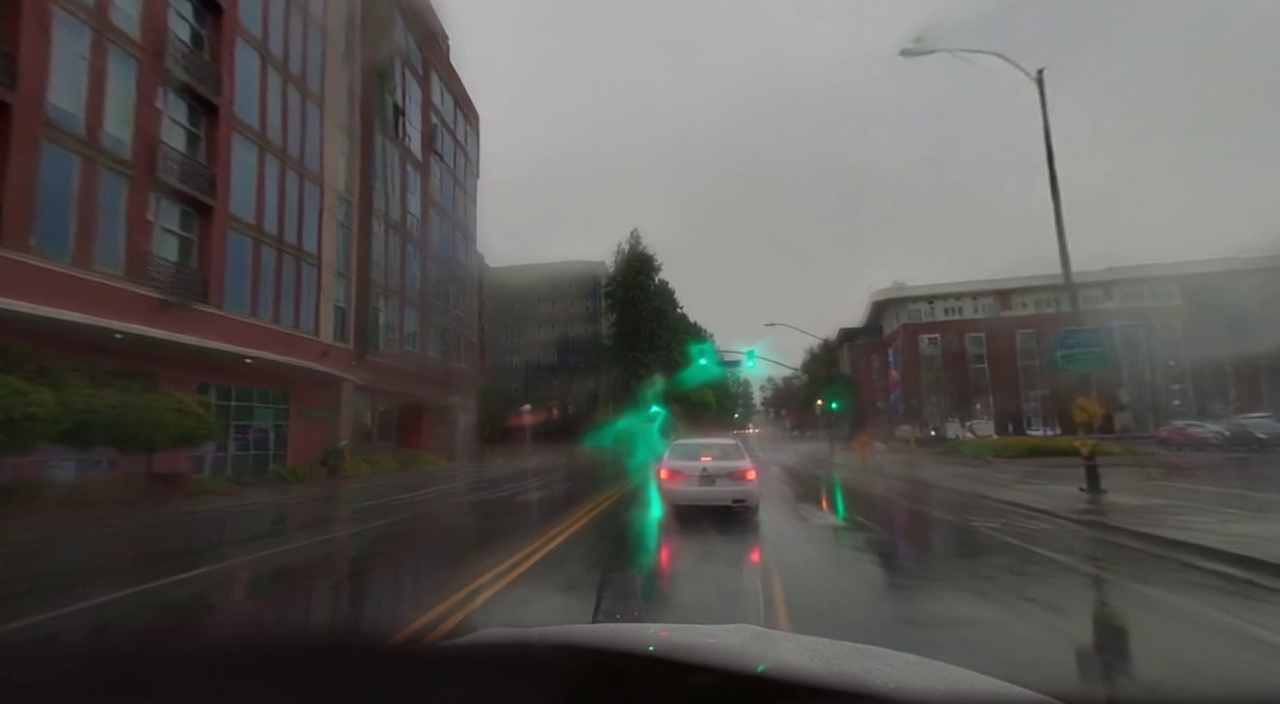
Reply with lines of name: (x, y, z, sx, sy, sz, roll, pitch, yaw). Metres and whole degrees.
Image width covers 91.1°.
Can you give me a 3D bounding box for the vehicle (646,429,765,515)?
vehicle: (1.234, 2.262, 12.476, 1.950, 1.401, 4.159, -1, -8, 5)
